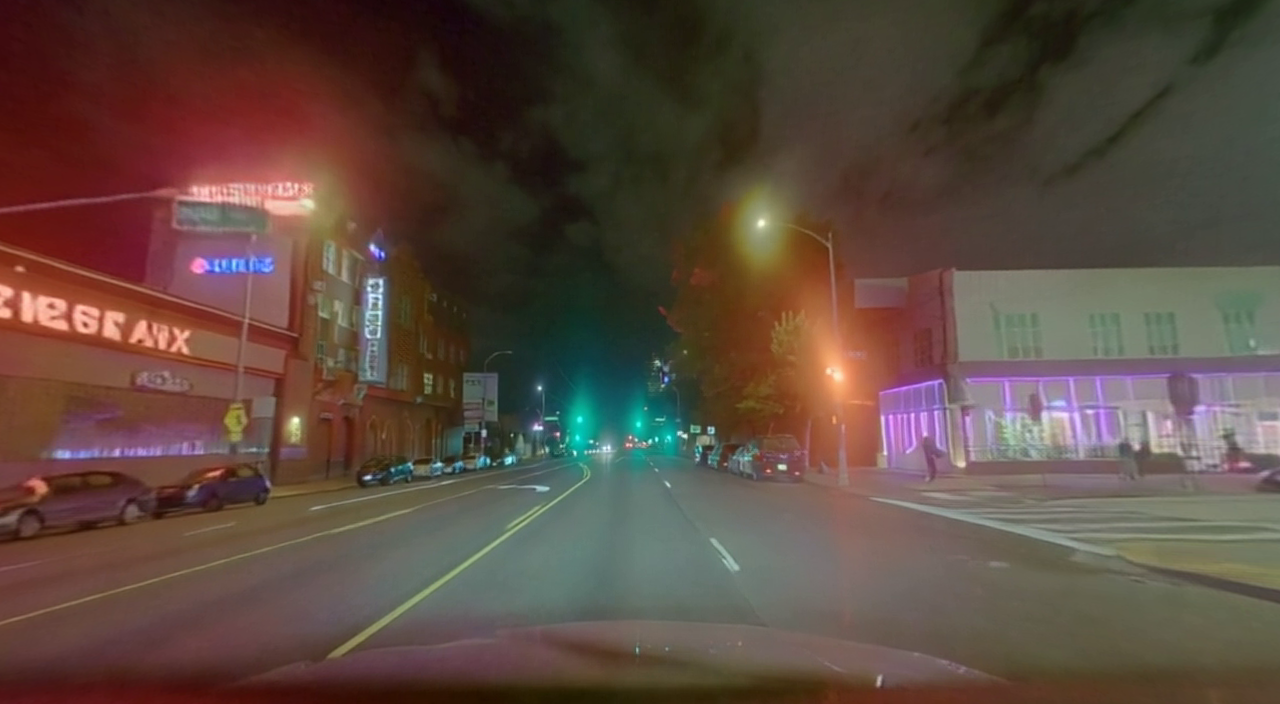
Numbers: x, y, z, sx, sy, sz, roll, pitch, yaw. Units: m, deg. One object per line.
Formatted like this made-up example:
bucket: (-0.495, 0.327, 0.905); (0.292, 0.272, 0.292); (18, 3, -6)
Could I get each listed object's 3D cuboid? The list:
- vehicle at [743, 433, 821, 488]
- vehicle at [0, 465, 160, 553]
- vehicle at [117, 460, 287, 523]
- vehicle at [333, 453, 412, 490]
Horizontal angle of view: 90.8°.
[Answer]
vehicle: (5.628, 4.350, 25.632); (2.010, 1.943, 4.319); (-2, -9, -1)
vehicle: (-12.587, 3.131, 12.925); (1.945, 1.451, 4.522); (0, -8, 1)
vehicle: (-12.380, 3.916, 18.288); (1.842, 1.461, 4.371); (0, -8, -2)
vehicle: (-12.385, 5.523, 29.560); (1.804, 1.533, 4.121); (0, -8, 1)
